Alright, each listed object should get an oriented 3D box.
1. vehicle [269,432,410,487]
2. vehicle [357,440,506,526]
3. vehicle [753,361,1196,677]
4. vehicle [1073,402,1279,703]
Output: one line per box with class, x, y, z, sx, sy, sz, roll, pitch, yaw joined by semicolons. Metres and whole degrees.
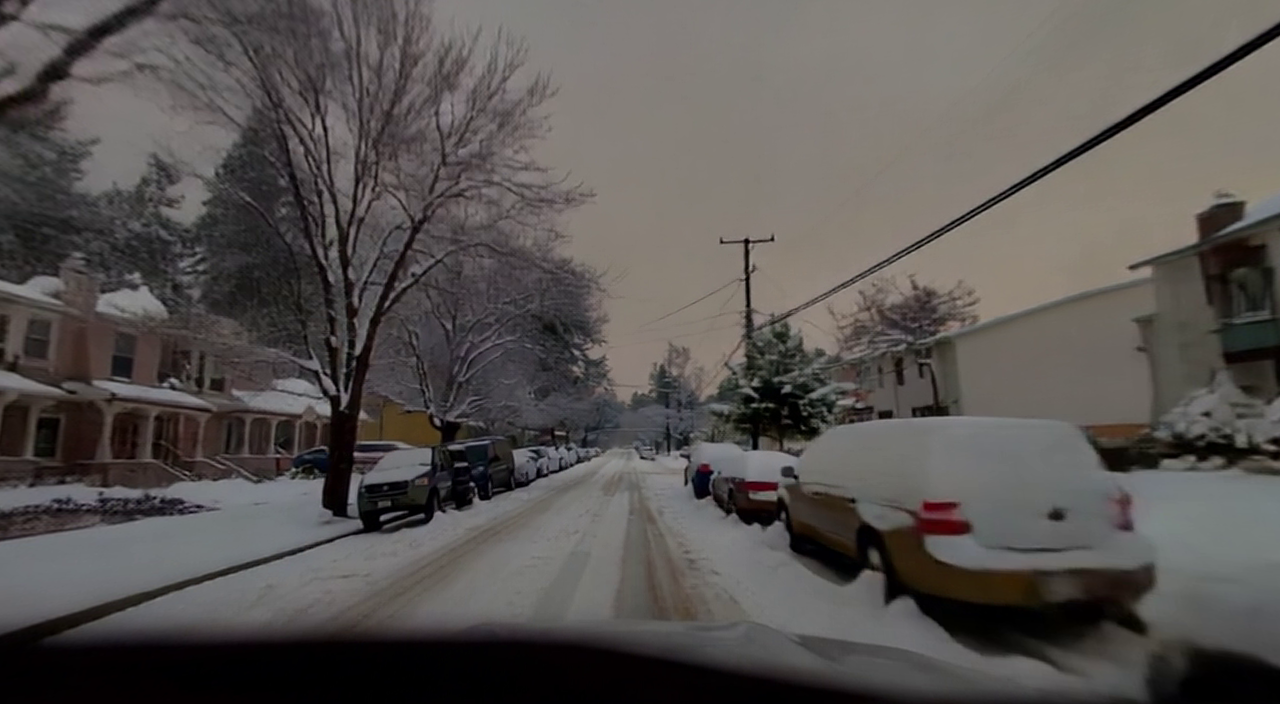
vehicle;-10.860;3.885;22.990;4.153;1.550;2.029;-2;-2;-3
vehicle;-4.518;2.867;14.557;1.908;1.493;4.806;3;-8;-2
vehicle;2.769;1.451;6.884;1.993;2.129;4.893;-1;-7;-2
vehicle;2.827;0.663;0.346;1.828;1.442;4.476;-1;-7;-3
